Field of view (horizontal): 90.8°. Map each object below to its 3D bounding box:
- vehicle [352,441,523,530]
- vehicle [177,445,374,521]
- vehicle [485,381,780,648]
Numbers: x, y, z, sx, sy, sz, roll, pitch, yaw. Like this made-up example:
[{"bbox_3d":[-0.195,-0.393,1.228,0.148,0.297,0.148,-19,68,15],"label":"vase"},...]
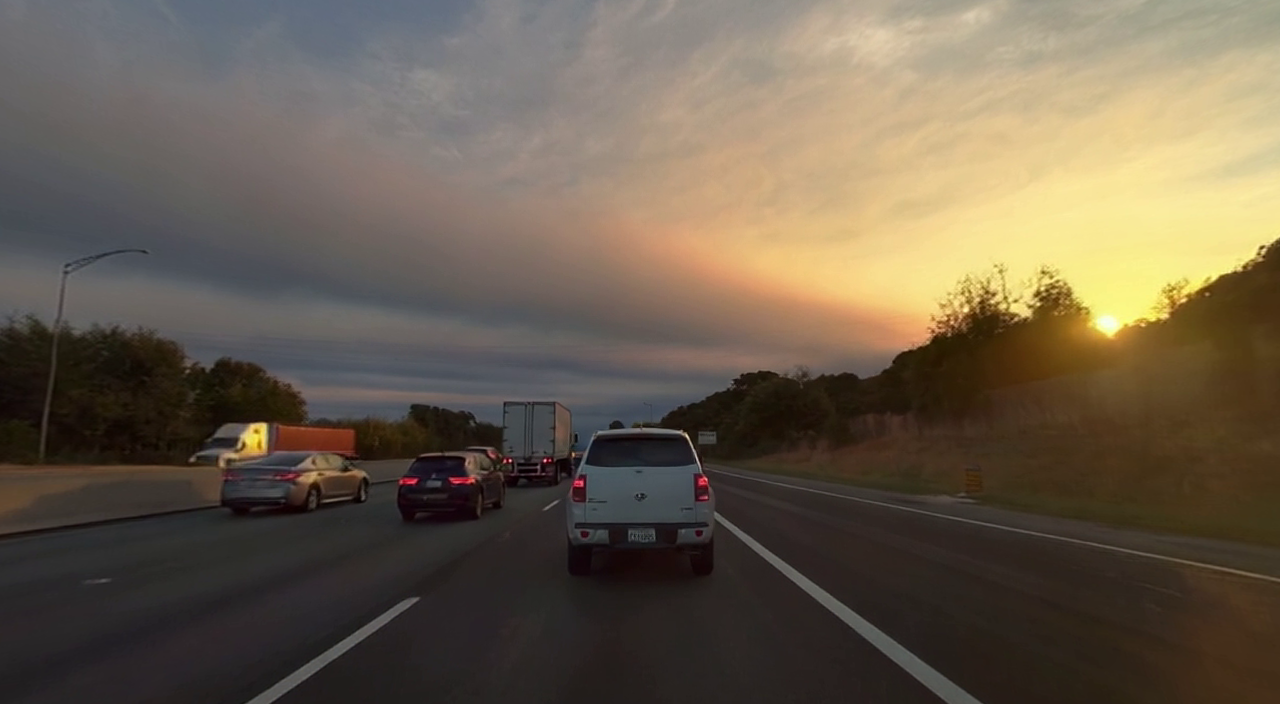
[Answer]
[{"bbox_3d":[-3.898,2.637,13.098,1.986,1.501,4.407,-1,-9,1],"label":"vehicle"},{"bbox_3d":[-8.179,2.942,14.787,1.874,1.470,4.576,0,-9,0],"label":"vehicle"},{"bbox_3d":[-0.091,1.360,6.072,1.995,1.798,3.380,0,-9,-1],"label":"vehicle"}]
